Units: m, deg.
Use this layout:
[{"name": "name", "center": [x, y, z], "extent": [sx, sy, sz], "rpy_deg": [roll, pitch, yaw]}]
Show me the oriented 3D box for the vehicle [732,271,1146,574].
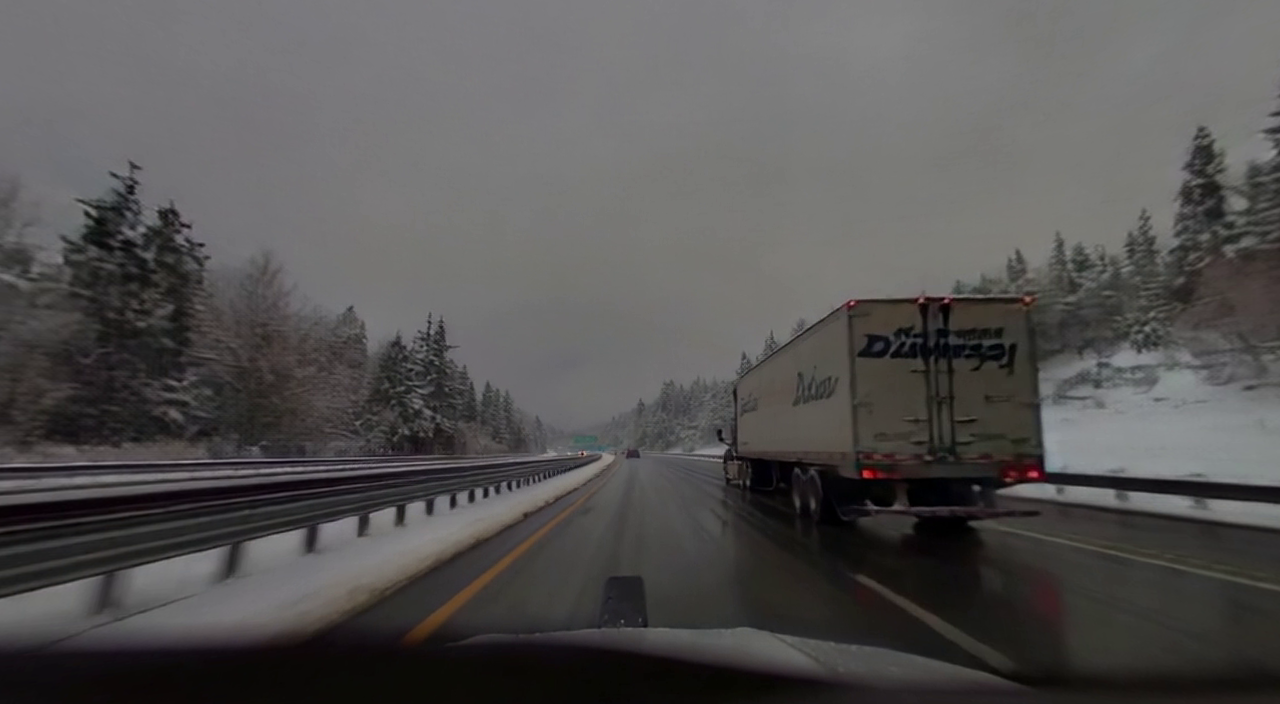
[{"name": "vehicle", "center": [4.157, 1.636, 12.916], "extent": [2.876, 3.419, 11.591], "rpy_deg": [0, -9, 0]}]
